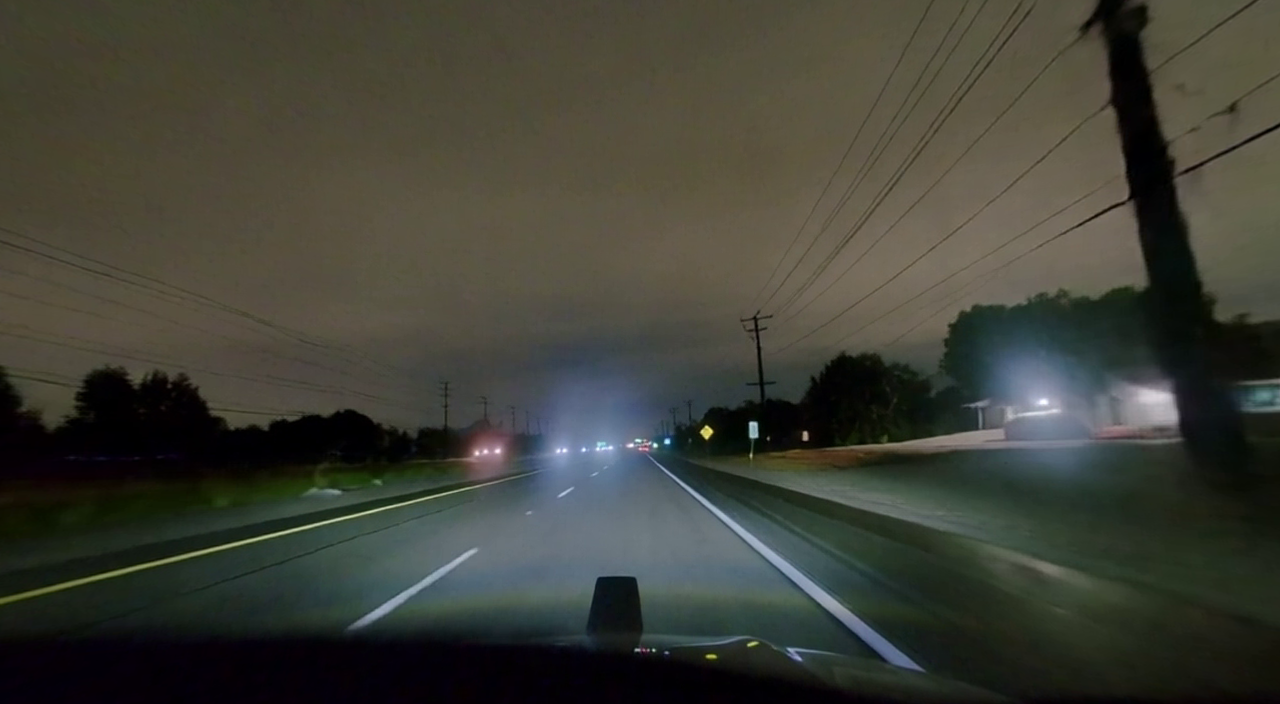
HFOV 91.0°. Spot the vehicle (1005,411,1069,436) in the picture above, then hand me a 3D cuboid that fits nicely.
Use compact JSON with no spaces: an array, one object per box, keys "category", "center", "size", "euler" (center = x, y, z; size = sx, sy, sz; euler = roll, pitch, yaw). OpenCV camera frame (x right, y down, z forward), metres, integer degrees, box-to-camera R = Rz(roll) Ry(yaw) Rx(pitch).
[{"category":"vehicle","center":[28.202,5.129,44.915],"size":[1.887,1.623,4.203],"euler":[0,-9,2]}]
